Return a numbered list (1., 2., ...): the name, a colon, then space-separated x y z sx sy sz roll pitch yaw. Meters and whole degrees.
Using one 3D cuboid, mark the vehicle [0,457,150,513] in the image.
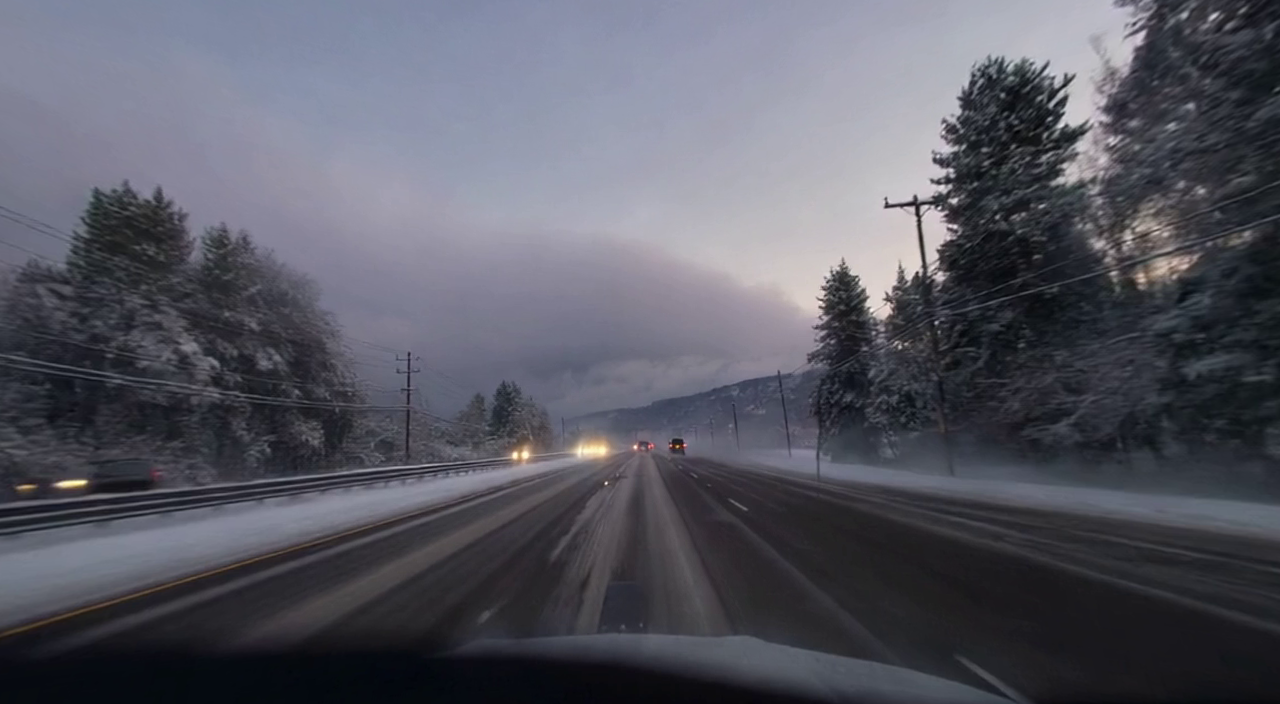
1. vehicle: -20.334 4.640 22.512 1.944 1.657 4.518 0 -8 1
